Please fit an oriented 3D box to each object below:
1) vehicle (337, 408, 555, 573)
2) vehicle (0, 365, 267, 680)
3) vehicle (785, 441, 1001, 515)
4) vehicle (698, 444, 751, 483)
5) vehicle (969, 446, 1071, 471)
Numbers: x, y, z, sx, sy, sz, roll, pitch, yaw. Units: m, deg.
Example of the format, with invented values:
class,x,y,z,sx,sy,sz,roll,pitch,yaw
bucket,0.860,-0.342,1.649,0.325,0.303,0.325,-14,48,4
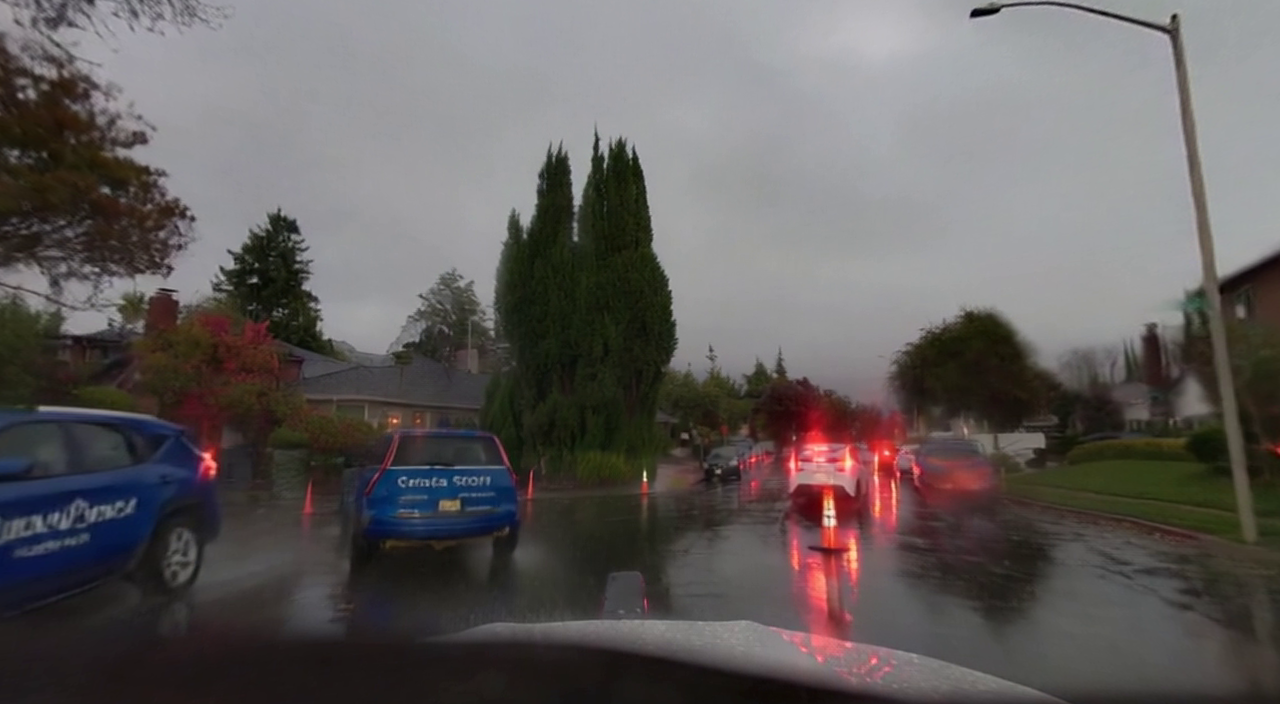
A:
class,x,y,z,sx,sy,sz,roll,pitch,yaw
vehicle,-2.991,1.827,9.147,2.350,1.748,4.094,4,-9,-24
vehicle,-5.284,1.183,4.778,2.471,1.892,4.952,1,-9,-9
vehicle,6.319,3.091,15.967,4.656,1.577,2.099,1,-8,-15
vehicle,4.246,5.446,31.232,2.014,1.742,4.297,-2,-9,15
vehicle,23.774,6.668,39.694,5.066,1.534,1.905,-2,-9,11
